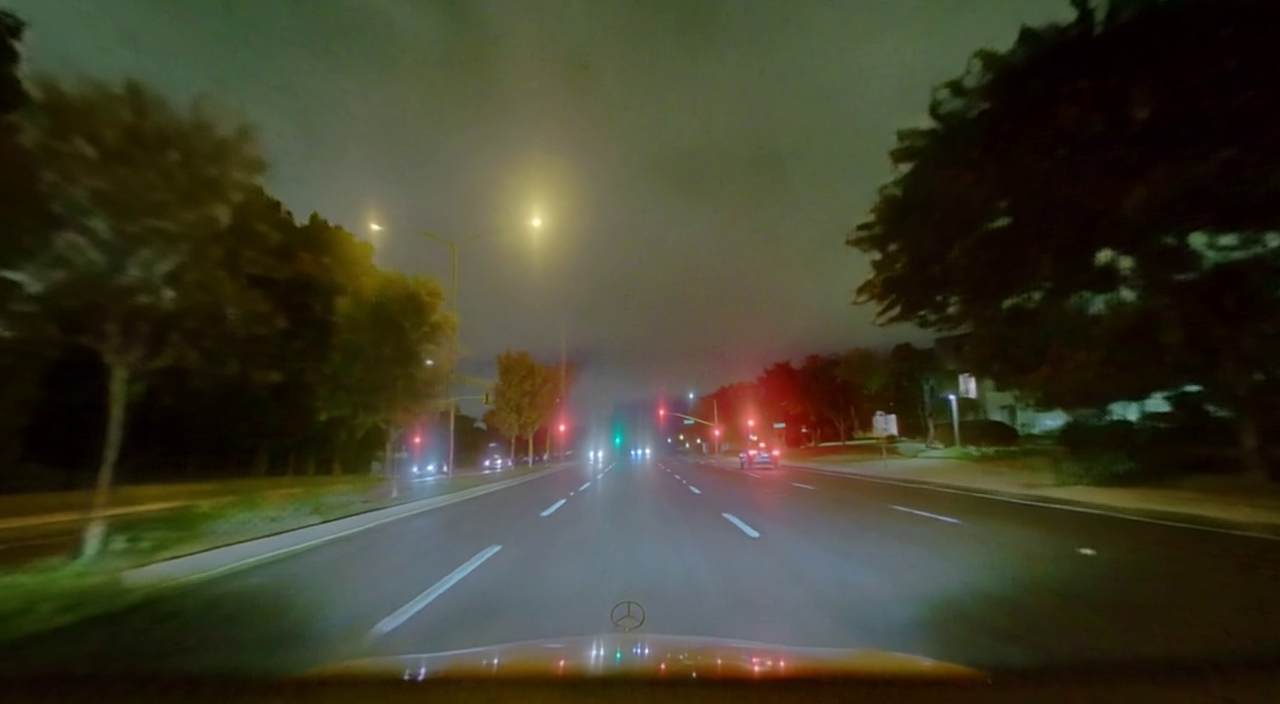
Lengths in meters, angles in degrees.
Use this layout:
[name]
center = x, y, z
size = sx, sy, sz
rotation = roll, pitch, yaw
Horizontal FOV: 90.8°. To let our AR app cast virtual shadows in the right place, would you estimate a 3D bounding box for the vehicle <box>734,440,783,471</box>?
[vehicle]
center = 6.873, 6.055, 37.109
size = 2.011, 1.710, 4.357
rotation = 0, -9, -1
